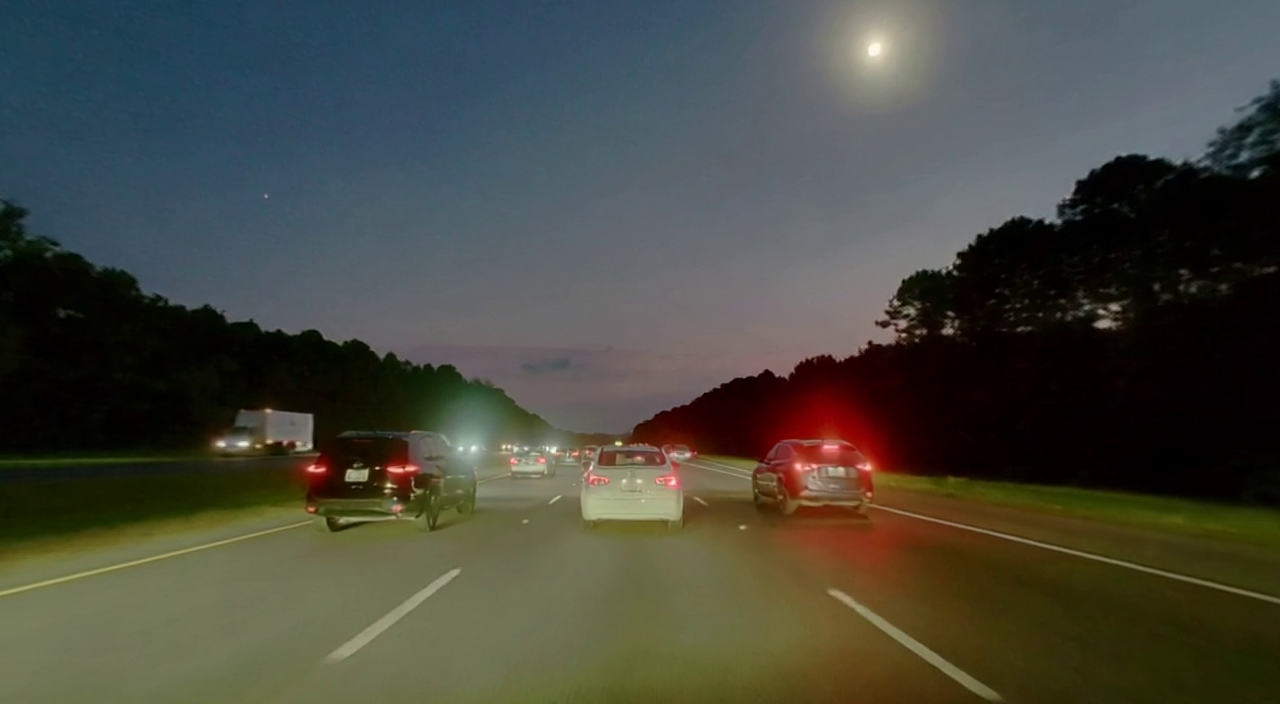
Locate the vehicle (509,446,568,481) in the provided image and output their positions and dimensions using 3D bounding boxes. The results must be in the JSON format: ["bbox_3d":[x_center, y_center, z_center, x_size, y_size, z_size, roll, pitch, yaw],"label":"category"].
[{"bbox_3d":[-4.557,5.057,28.834,2.122,1.491,3.800,0,-9,-1],"label":"vehicle"}]

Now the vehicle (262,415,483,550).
[{"bbox_3d":[-3.941,1.989,10.190,1.830,1.703,4.142,0,-9,-1],"label":"vehicle"}]

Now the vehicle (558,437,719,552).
[{"bbox_3d":[-0.093,2.201,10.443,2.120,1.478,4.179,0,-9,-2],"label":"vehicle"}]

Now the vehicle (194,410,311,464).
[{"bbox_3d":[-21.081,4.762,34.790,2.417,2.689,6.486,0,-9,-2],"label":"vehicle"}]

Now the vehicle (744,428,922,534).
[{"bbox_3d":[3.488,2.423,12.378,1.996,1.688,4.207,0,-9,-2],"label":"vehicle"}]
